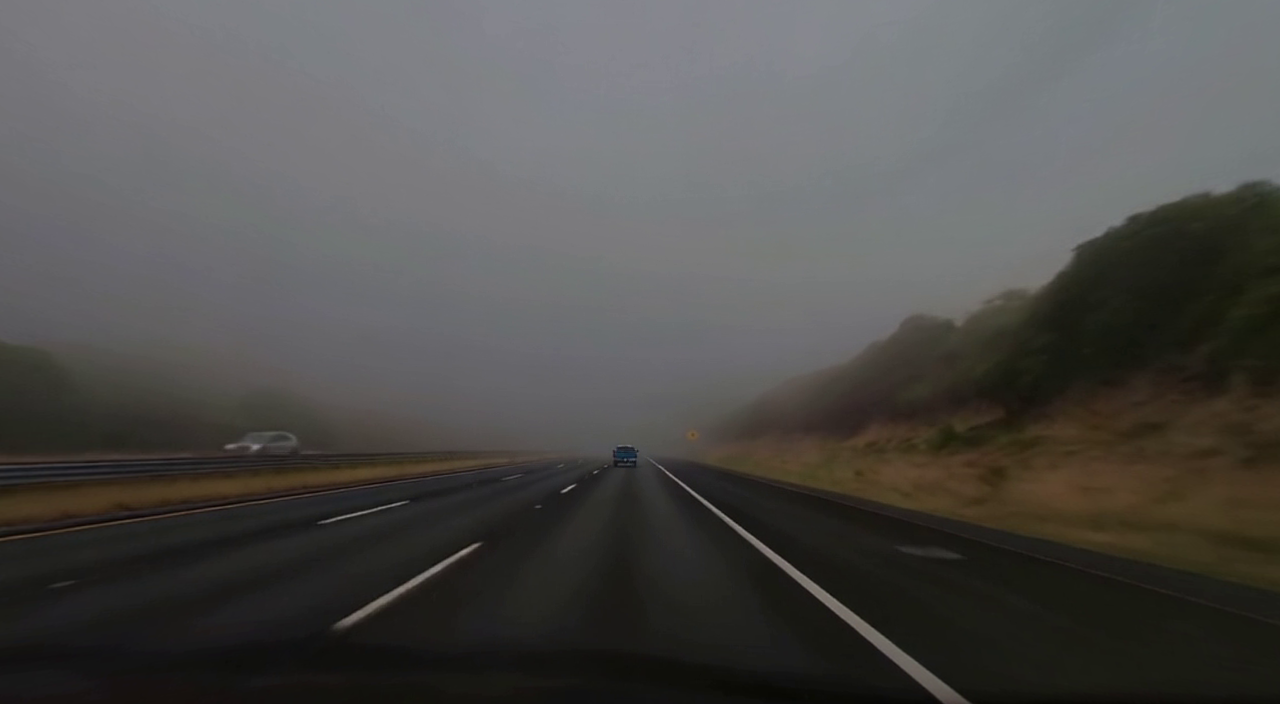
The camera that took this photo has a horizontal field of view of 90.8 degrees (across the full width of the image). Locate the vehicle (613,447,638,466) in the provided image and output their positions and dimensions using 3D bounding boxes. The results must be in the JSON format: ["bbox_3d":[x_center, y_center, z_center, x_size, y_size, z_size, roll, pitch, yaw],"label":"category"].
[{"bbox_3d":[-1.085,8.245,49.959,1.891,1.456,3.806,0,-9,0],"label":"vehicle"}]

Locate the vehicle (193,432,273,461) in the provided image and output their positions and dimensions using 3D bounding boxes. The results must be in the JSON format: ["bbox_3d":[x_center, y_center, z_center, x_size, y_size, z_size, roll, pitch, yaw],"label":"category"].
[{"bbox_3d":[-23.093,5.416,35.997,1.794,1.507,4.208,0,-9,-1],"label":"vehicle"}]
